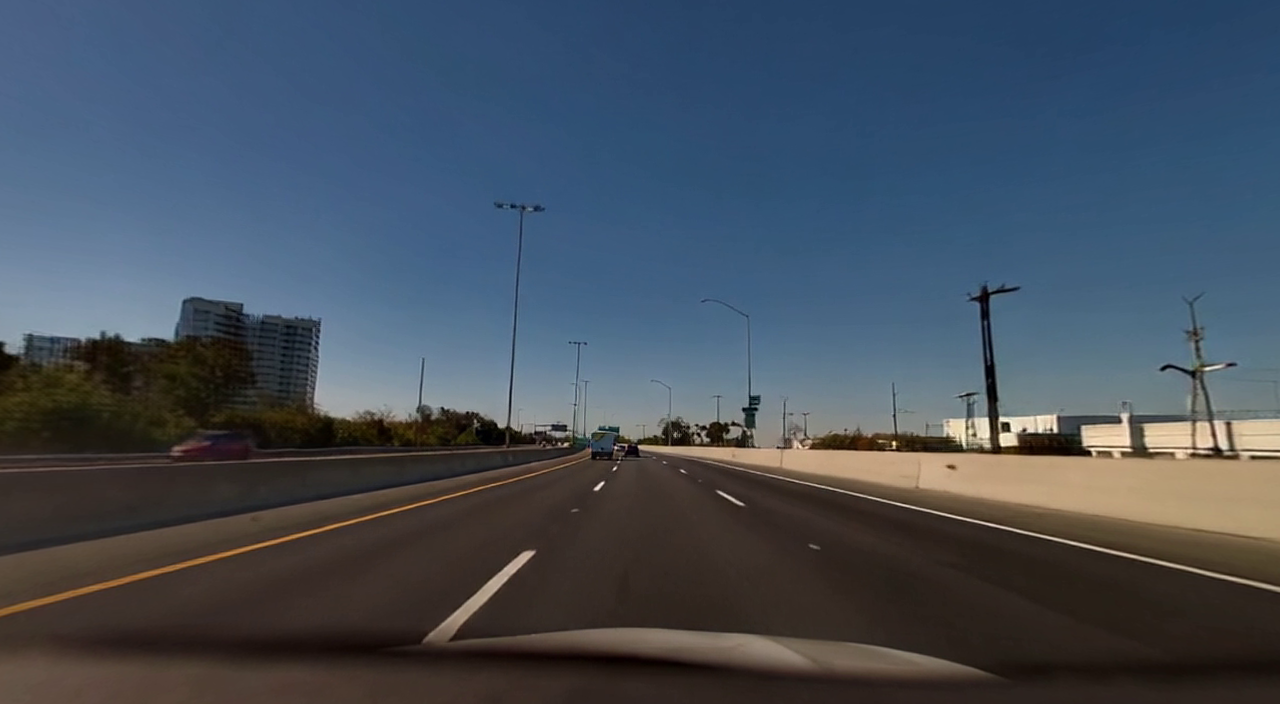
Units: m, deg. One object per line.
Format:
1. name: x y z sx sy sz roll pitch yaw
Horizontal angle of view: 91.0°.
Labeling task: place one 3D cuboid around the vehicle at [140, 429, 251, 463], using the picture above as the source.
1. vehicle: -28.215 6.047 40.345 2.418 1.957 6.239 0 -9 2
